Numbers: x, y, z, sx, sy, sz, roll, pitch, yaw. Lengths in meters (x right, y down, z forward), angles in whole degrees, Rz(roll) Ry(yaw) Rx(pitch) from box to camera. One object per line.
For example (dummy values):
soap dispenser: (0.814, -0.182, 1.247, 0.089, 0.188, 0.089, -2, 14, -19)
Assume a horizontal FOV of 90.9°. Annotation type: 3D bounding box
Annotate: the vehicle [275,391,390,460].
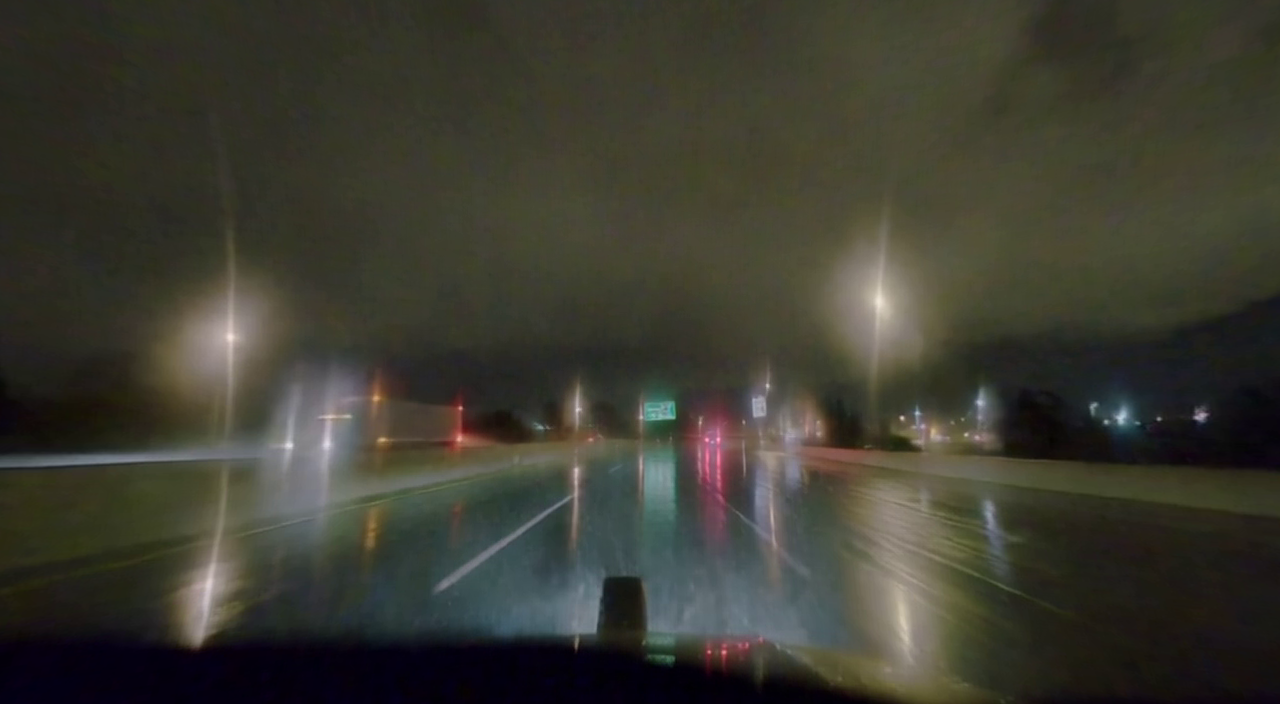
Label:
vehicle: (-18.218, 4.518, 37.980, 3.059, 3.764, 6.795, 0, -8, 4)
